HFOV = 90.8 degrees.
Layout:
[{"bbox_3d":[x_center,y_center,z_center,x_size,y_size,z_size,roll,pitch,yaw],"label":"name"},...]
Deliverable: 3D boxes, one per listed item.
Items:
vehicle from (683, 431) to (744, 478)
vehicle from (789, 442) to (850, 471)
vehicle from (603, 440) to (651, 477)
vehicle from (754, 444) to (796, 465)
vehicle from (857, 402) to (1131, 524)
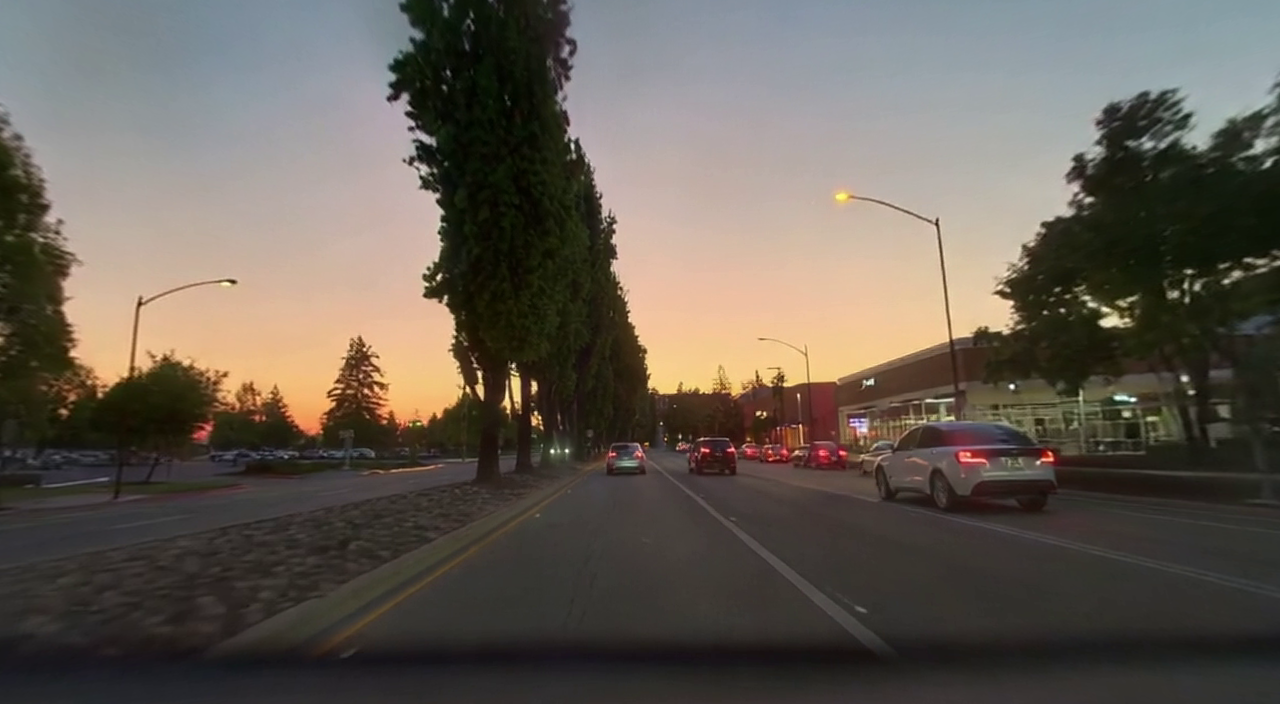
[{"bbox_3d":[3.056,4.368,27.162,1.955,1.845,4.538,0,-8,-2],"label":"vehicle"},{"bbox_3d":[10.014,5.861,35.652,2.021,1.481,4.746,0,-8,0],"label":"vehicle"},{"bbox_3d":[-0.591,4.803,28.785,2.037,1.568,3.693,0,-8,-1],"label":"vehicle"},{"bbox_3d":[9.973,7.593,46.971,1.898,1.475,4.860,0,-8,-2],"label":"vehicle"},{"bbox_3d":[6.628,2.188,12.950,2.240,1.923,5.678,0,-8,-1],"label":"vehicle"}]
